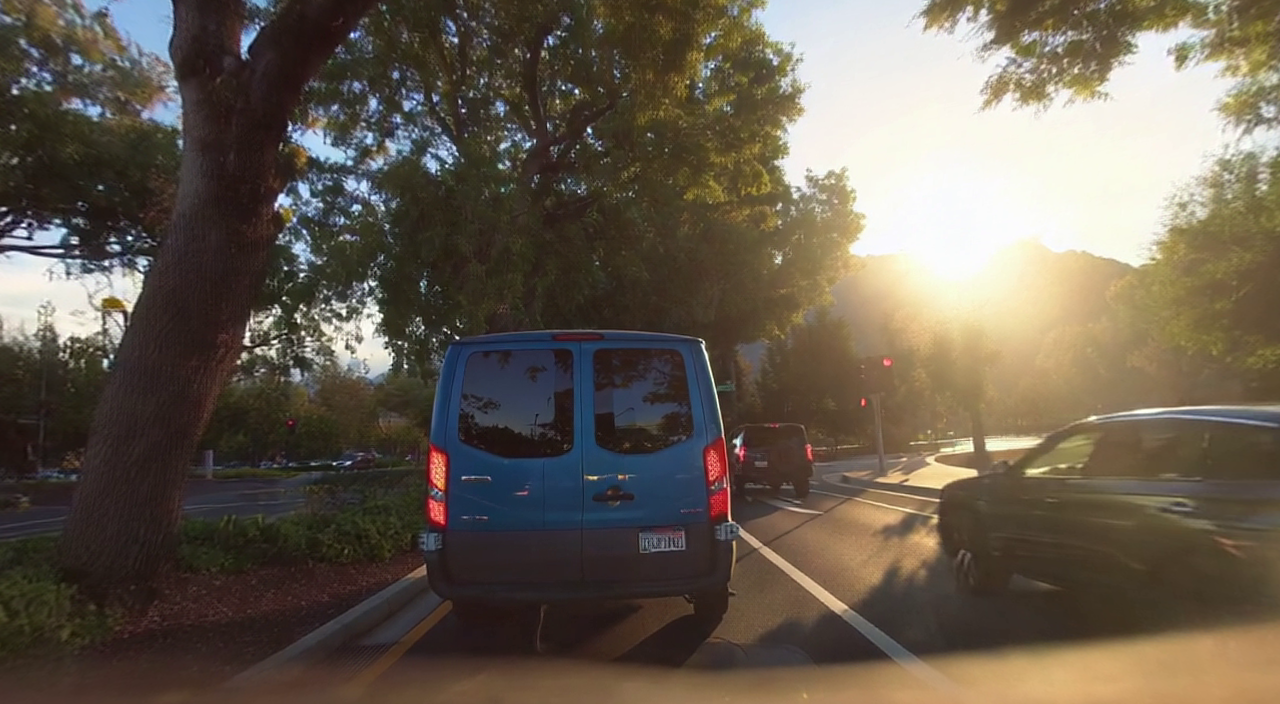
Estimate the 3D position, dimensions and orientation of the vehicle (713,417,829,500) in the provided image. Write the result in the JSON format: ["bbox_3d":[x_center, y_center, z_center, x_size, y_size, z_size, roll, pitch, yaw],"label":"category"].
[{"bbox_3d":[3.249,2.741,16.546,1.988,1.873,3.968,0,-9,-3],"label":"vehicle"}]

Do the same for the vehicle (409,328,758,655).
[{"bbox_3d":[-0.348,1.174,6.170,2.145,2.046,4.309,0,-9,0],"label":"vehicle"}]

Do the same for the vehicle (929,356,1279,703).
[{"bbox_3d":[4.101,1.041,4.198,2.024,1.692,4.696,0,-8,-2],"label":"vehicle"}]

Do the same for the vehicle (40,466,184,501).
[{"bbox_3d":[-24.371,6.067,29.306,4.726,1.456,1.873,1,-9,-8],"label":"vehicle"}]
